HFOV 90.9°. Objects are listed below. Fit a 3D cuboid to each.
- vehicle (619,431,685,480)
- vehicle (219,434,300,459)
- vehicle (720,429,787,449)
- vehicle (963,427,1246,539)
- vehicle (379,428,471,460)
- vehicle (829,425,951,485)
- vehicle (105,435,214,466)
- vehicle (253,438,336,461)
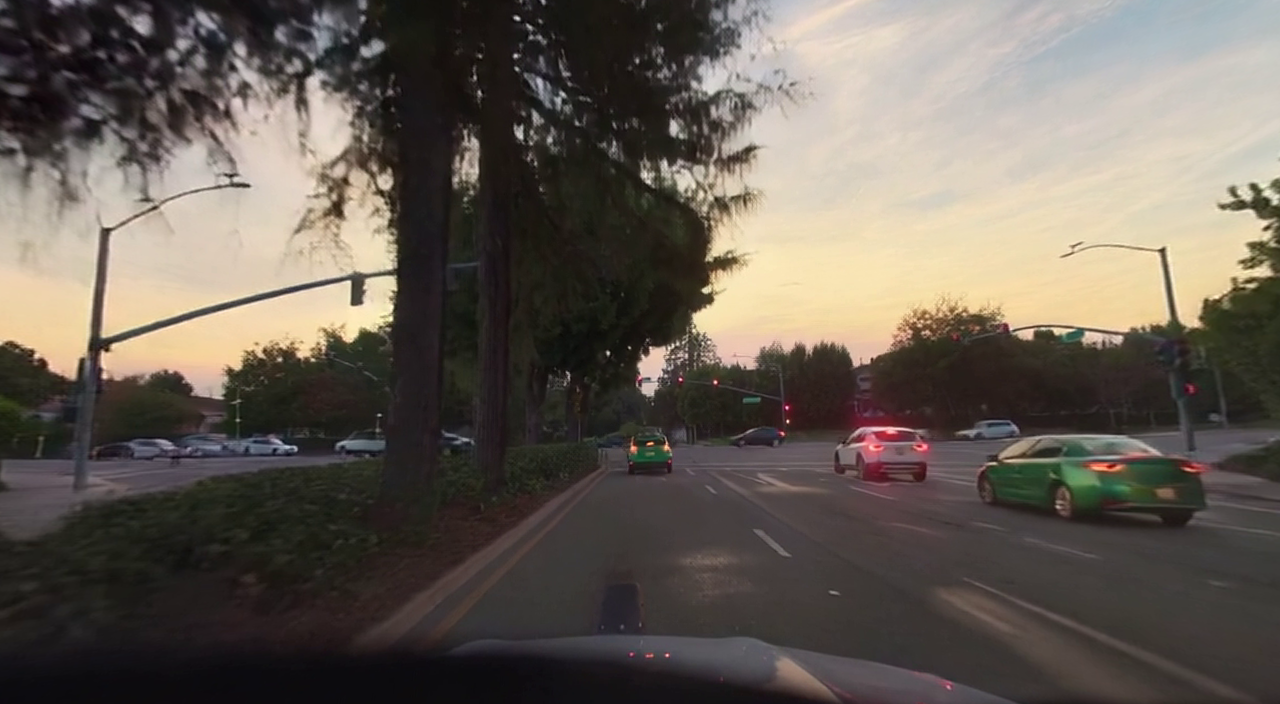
[{"bbox_3d":[0.337,3.481,21.517,2.041,1.485,3.813,0,-8,-1],"label":"vehicle"},{"bbox_3d":[-26.996,6.731,44.851,4.450,1.684,1.894,-1,-9,-3],"label":"vehicle"},{"bbox_3d":[8.857,6.812,49.575,4.944,1.488,1.807,-1,-8,1],"label":"vehicle"},{"bbox_3d":[7.184,2.023,10.358,1.726,1.467,3.793,0,-8,0],"label":"vehicle"},{"bbox_3d":[-12.784,5.530,37.738,4.786,1.803,1.967,-1,-8,2],"label":"vehicle"},{"bbox_3d":[7.381,3.086,19.163,1.901,1.577,4.348,0,-8,0],"label":"vehicle"},{"bbox_3d":[-28.852,5.910,37.961,4.921,1.757,2.036,-1,-8,1],"label":"vehicle"},{"bbox_3d":[-22.623,6.387,41.407,4.399,1.445,1.769,-1,-8,1],"label":"vehicle"}]
